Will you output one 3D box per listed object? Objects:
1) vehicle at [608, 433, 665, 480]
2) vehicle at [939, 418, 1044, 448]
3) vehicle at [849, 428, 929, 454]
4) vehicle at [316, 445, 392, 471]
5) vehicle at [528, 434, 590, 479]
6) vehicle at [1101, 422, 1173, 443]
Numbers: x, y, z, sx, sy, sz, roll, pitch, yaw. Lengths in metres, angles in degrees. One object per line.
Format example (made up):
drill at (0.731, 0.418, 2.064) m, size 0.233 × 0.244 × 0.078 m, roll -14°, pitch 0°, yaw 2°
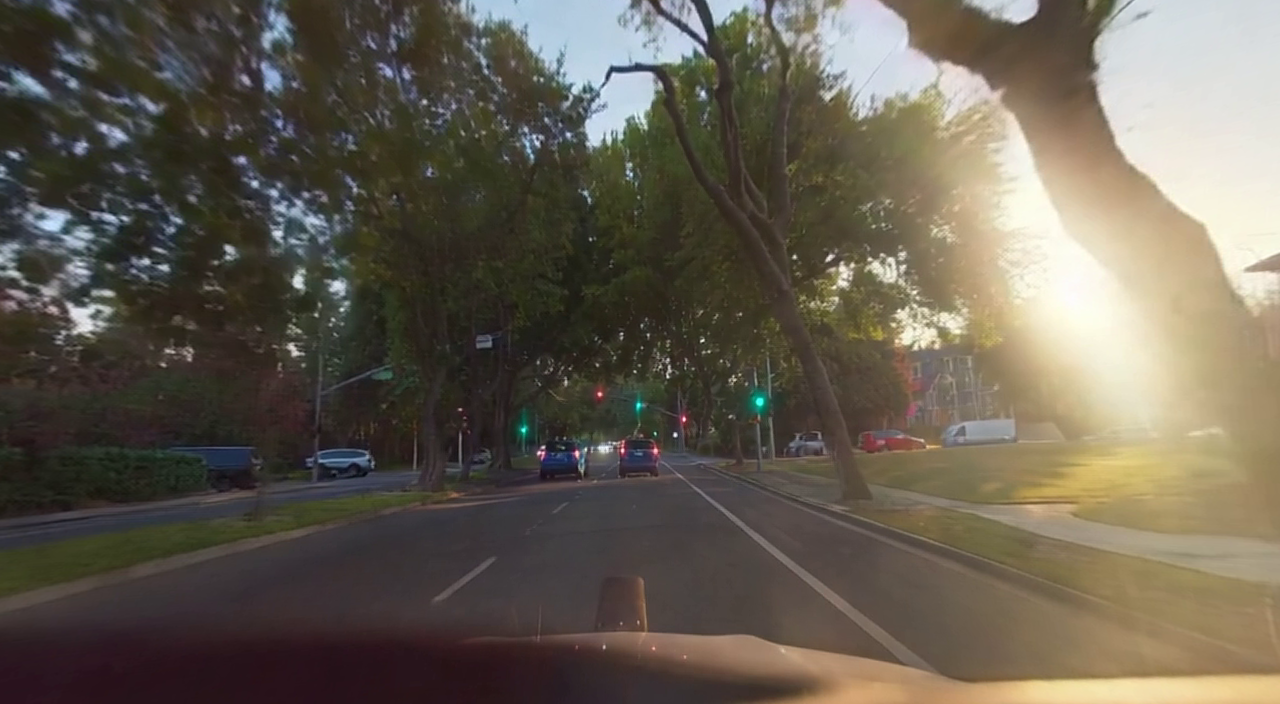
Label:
vehicle at (-0.147, 4.206, 25.815) m, size 2.088 × 1.735 × 4.801 m, roll 0°, pitch -8°, yaw -1°
vehicle at (25.901, 6.018, 46.736) m, size 6.325 × 2.155 × 2.457 m, roll 0°, pitch -8°, yaw -3°
vehicle at (18.031, 6.491, 45.861) m, size 4.932 × 1.827 × 2.031 m, roll 0°, pitch -8°, yaw -4°
vehicle at (-20.967, 7.789, 46.455) m, size 4.521 × 1.753 × 2.148 m, roll 2°, pitch -9°, yaw 1°
vehicle at (-3.364, 4.442, 27.195) m, size 2.097 × 1.755 × 4.336 m, roll 0°, pitch -8°, yaw 0°
vehicle at (37.010, 6.010, 47.097) m, size 3.873 × 1.546 × 1.842 m, roll 1°, pitch -8°, yaw -5°
